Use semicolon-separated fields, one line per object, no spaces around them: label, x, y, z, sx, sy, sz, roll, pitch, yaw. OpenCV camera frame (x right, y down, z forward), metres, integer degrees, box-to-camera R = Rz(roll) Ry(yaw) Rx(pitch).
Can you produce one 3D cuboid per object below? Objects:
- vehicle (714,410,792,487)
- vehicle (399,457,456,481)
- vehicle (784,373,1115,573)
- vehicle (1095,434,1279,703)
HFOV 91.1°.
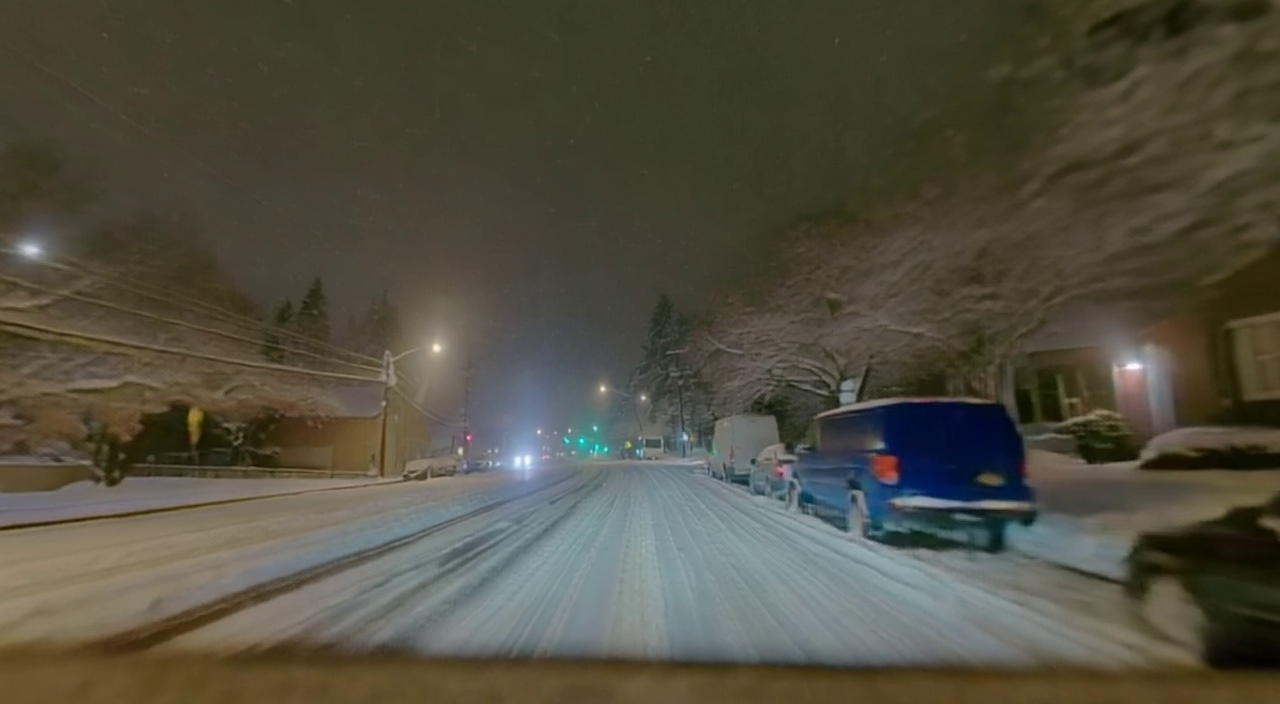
vehicle;4.643;4.117;26.831;2.229;2.912;5.697;0;-9;0
vehicle;-14.555;7.991;43.258;1.990;1.487;4.767;-1;-9;4
vehicle;4.042;1.771;9.852;2.293;2.171;5.871;0;-9;1
vehicle;4.146;0.969;2.085;1.804;1.432;4.594;0;-9;0
